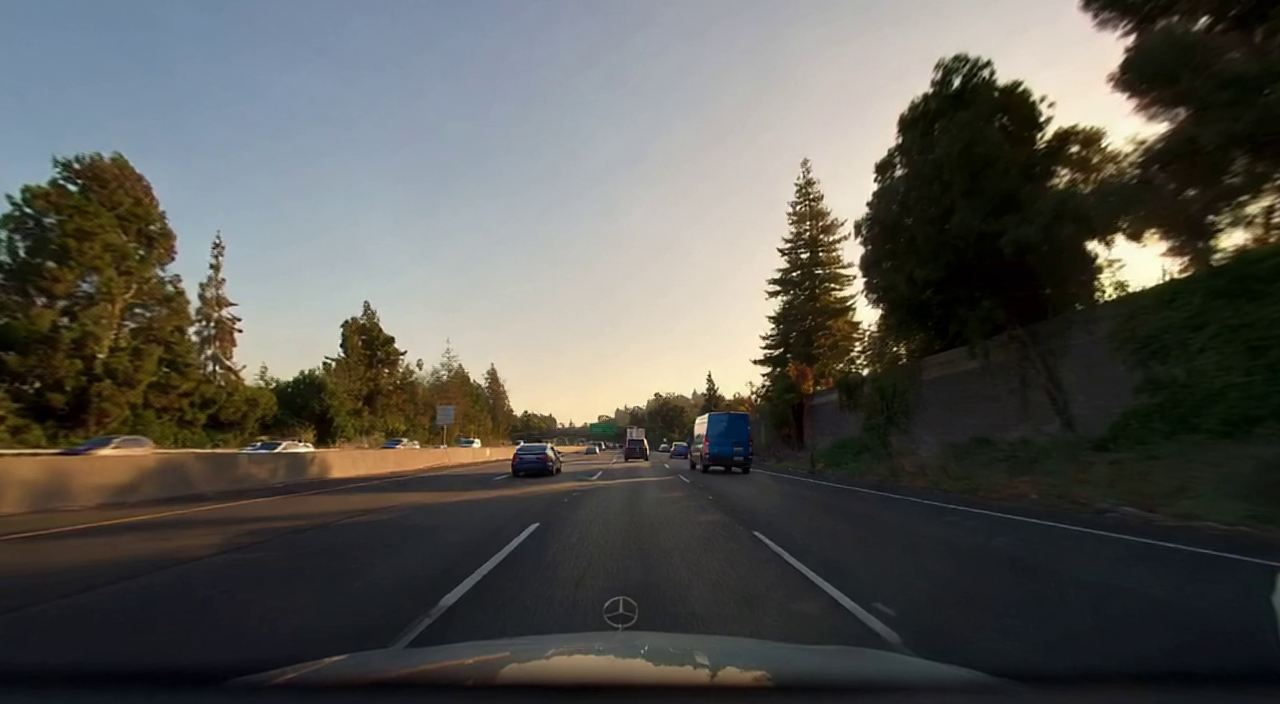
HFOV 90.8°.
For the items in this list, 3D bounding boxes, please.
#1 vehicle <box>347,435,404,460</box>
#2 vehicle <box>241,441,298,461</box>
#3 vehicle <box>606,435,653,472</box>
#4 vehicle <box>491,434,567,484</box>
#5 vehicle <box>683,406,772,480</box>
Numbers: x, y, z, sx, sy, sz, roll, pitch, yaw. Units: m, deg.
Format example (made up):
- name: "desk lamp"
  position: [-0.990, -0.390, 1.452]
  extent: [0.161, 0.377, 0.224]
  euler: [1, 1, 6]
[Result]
- name: "vehicle"
  position: [-17.095, 6.210, 40.968]
  extent: [2.134, 1.538, 3.622]
  euler: [0, -8, 0]
- name: "vehicle"
  position: [-28.631, 7.654, 48.971]
  extent: [1.846, 1.475, 4.167]
  euler: [0, -8, 0]
- name: "vehicle"
  position: [-0.563, 5.261, 32.872]
  extent: [2.297, 1.783, 4.355]
  euler: [0, -8, -1]
- name: "vehicle"
  position: [-4.054, 3.995, 23.842]
  extent: [2.023, 1.709, 4.263]
  euler: [0, -8, 1]
- name: "vehicle"
  position: [3.468, 3.840, 26.676]
  extent: [2.631, 2.709, 6.496]
  euler: [0, -8, -1]
